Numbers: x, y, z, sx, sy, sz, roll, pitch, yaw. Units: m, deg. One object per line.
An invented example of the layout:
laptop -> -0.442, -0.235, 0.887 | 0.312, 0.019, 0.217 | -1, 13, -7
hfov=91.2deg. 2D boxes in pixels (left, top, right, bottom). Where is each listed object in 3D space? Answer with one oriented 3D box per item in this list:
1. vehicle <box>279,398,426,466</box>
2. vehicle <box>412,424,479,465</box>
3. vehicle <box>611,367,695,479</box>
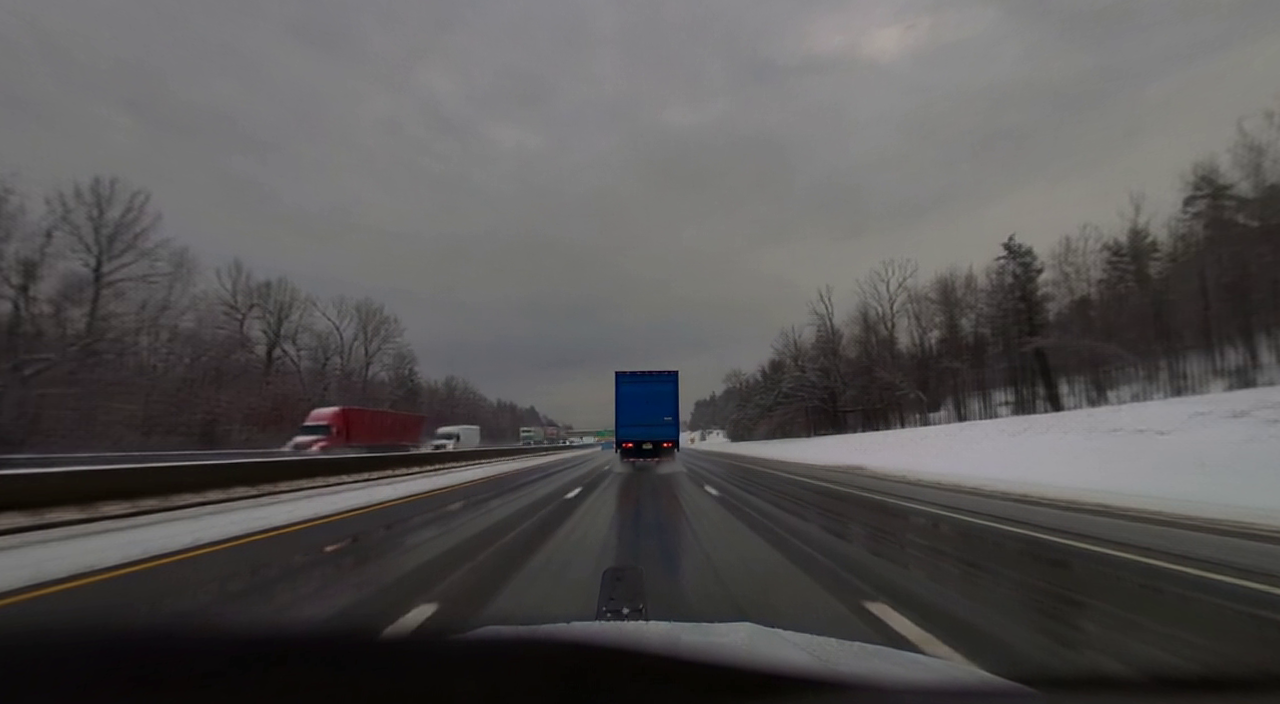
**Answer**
vehicle -> -20.674, 6.206, 47.380 | 2.914, 4.117, 17.316 | 0, -8, 0
vehicle -> -13.099, 6.305, 42.808 | 2.293, 2.516, 6.817 | 0, -8, 1
vehicle -> 0.510, 3.325, 27.960 | 3.010, 4.039, 10.481 | 0, -8, 0
